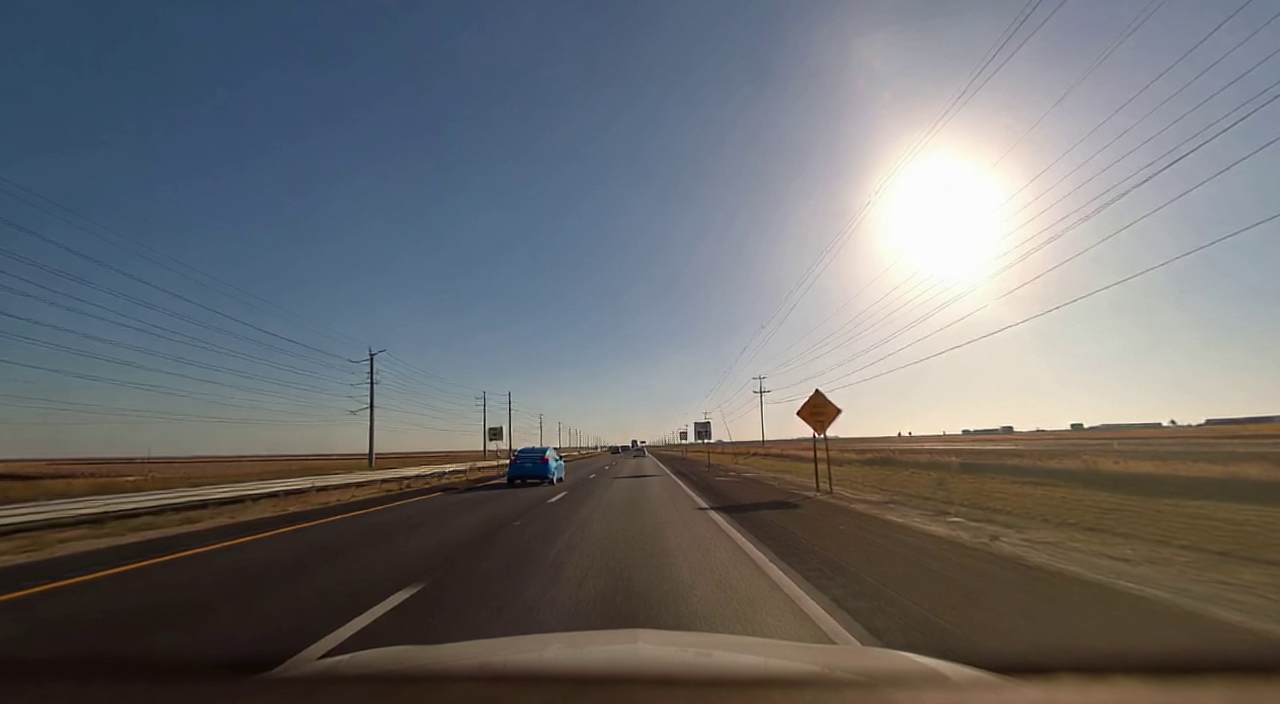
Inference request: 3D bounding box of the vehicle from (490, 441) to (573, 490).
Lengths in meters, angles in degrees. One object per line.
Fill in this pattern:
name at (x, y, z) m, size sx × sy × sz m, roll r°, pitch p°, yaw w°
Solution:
vehicle at (-3.769, 4.026, 22.659) m, size 2.106 × 1.543 × 4.465 m, roll 0°, pitch -9°, yaw 1°
